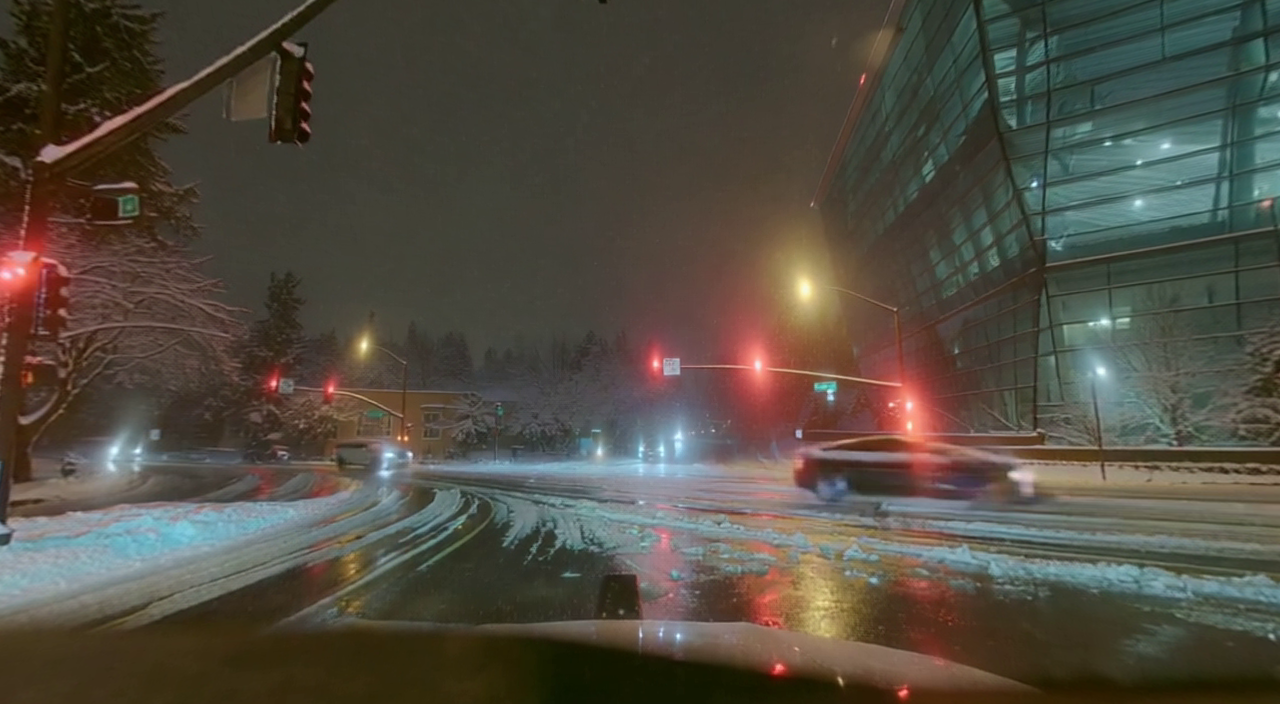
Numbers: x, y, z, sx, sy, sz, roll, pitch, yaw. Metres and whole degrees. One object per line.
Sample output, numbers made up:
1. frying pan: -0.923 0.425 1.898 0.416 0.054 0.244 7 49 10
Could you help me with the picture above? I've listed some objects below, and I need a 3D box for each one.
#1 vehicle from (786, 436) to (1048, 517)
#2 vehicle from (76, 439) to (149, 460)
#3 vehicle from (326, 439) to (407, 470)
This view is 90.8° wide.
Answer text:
1. vehicle: 5.842 2.593 13.693 4.798 1.461 1.939 -7 -11 37
2. vehicle: -41.502 7.661 49.684 5.408 1.505 2.091 -4 -9 24
3. vehicle: -14.277 5.313 32.905 4.110 1.511 1.883 -6 -10 34
